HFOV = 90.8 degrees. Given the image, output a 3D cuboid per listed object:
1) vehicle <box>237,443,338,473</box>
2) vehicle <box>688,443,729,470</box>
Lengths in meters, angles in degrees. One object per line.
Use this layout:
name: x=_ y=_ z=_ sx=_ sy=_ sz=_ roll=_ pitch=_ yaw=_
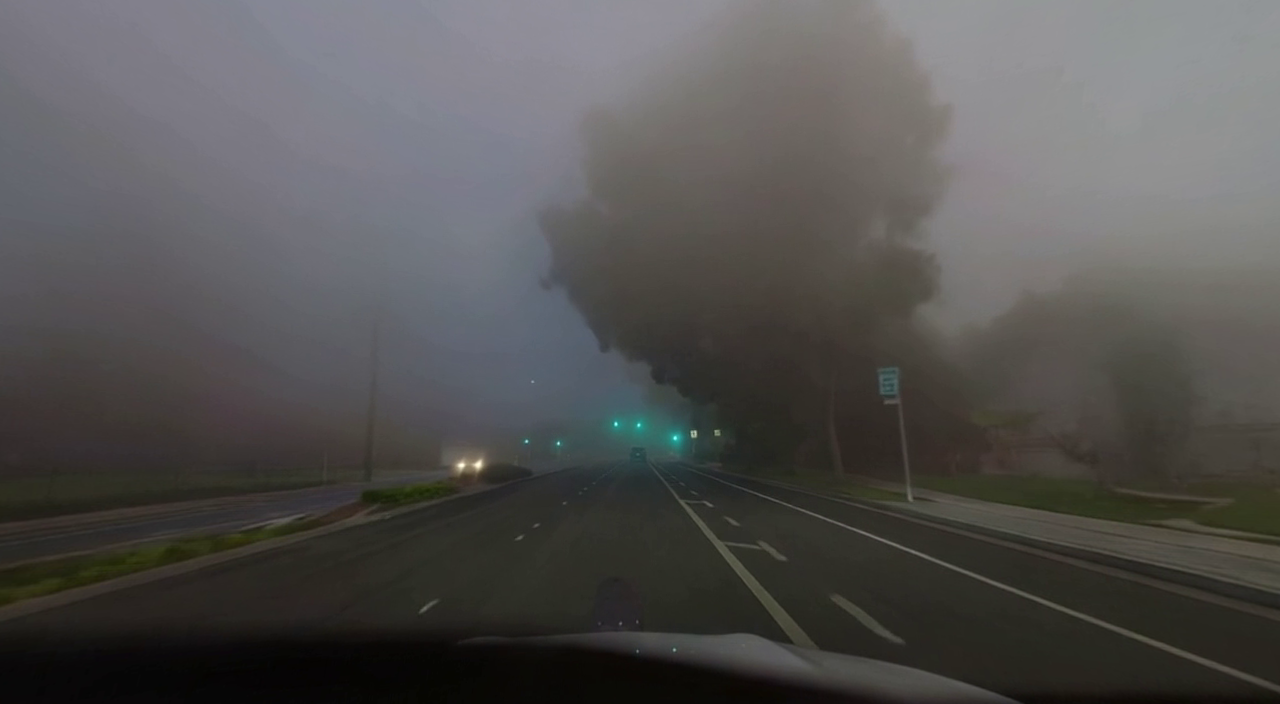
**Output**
vehicle: x=-21.223 y=6.385 z=38.142 sx=4.853 sy=1.754 sz=2.095 roll=-1 pitch=-9 yaw=3
vehicle: x=4.642 y=7.212 z=43.808 sx=2.180 sy=1.782 sz=4.790 roll=0 pitch=-9 yaw=-1
